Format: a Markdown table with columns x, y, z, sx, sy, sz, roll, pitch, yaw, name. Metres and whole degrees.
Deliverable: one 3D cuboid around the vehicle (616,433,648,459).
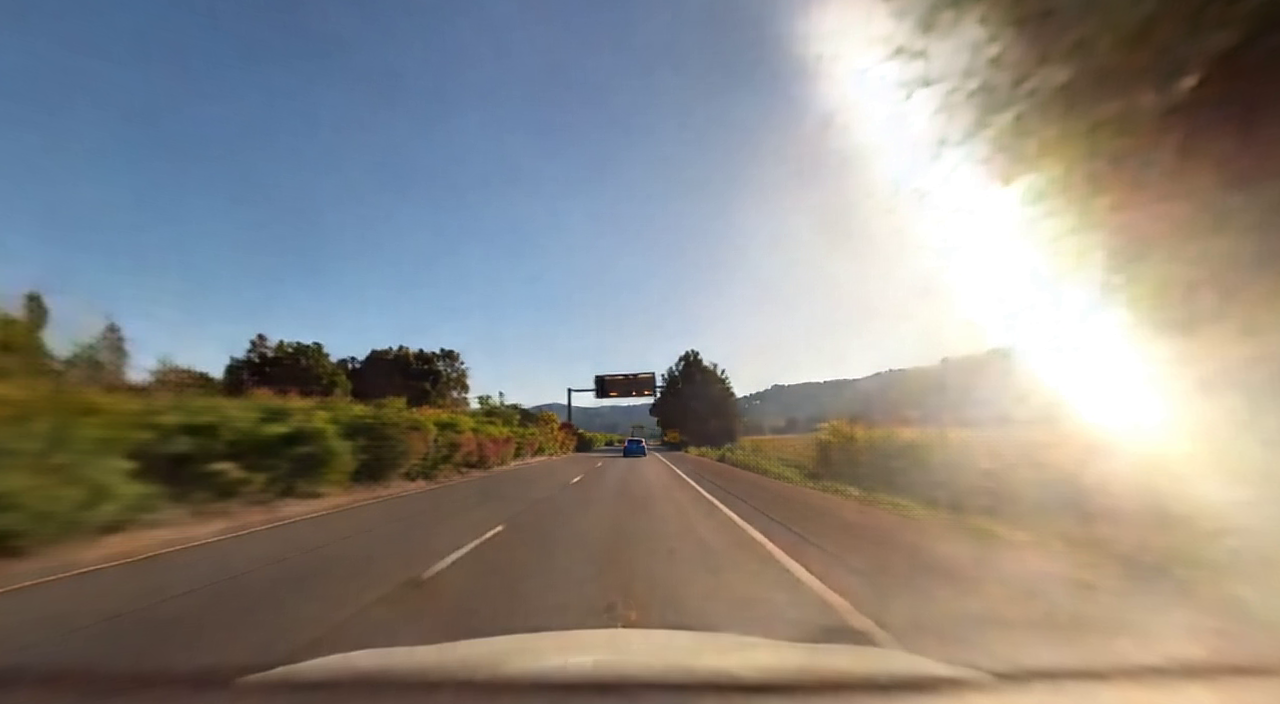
| x | y | z | sx | sy | sz | roll | pitch | yaw | name |
| --- | --- | --- | --- | --- | --- | --- | --- | --- | --- |
| -0.567 | 6.684 | 44.801 | 2.180 | 1.717 | 4.139 | 0 | -8 | -1 | vehicle |
